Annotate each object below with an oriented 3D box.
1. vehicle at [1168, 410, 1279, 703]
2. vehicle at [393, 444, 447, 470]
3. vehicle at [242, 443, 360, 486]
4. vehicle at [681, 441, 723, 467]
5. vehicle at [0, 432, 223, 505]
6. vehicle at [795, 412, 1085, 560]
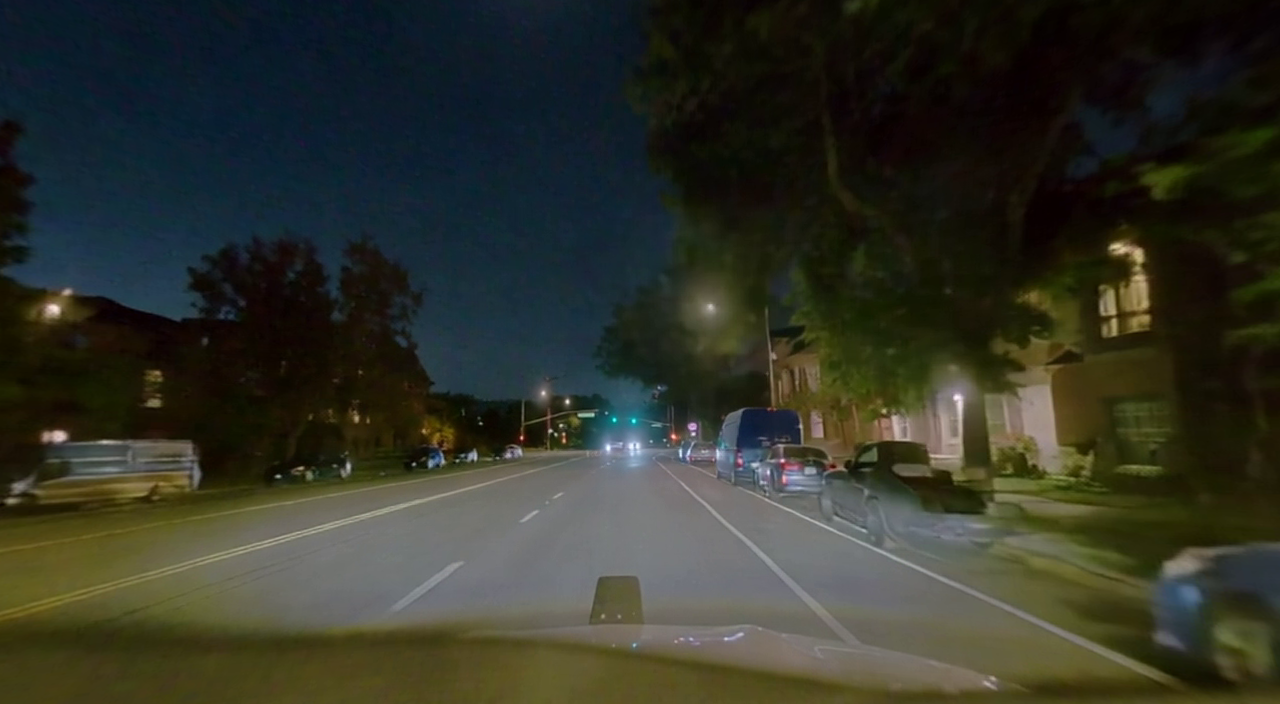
[{"bbox_3d":[4.200,0.823,1.608,1.862,1.515,4.233,0,-9,-4],"label":"vehicle"},{"bbox_3d":[-14.354,6.852,41.491,1.923,1.535,4.862,0,-8,-1],"label":"vehicle"},{"bbox_3d":[-14.050,4.667,26.642,2.045,1.636,5.214,0,-8,0],"label":"vehicle"},{"bbox_3d":[3.709,6.208,38.602,1.956,1.468,4.524,0,-8,-2],"label":"vehicle"},{"bbox_3d":[-15.624,3.250,17.934,5.783,1.904,2.289,0,-9,-3],"label":"vehicle"},{"bbox_3d":[4.072,1.901,9.688,2.067,1.706,4.506,0,-8,-2],"label":"vehicle"}]
